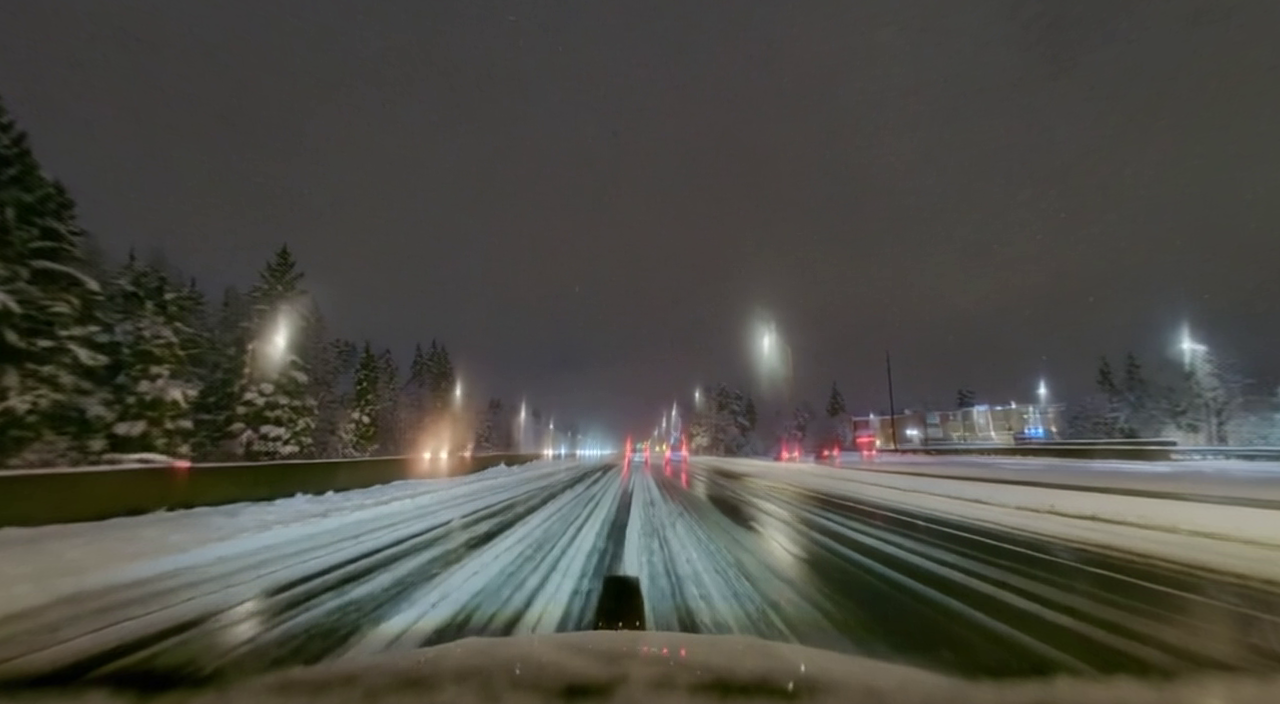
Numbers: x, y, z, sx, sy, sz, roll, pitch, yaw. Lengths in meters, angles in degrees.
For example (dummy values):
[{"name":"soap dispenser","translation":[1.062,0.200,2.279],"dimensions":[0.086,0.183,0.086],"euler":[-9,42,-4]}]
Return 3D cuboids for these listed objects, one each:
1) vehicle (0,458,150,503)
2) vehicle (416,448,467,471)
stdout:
[{"name":"vehicle","translation":[-20.980,4.720,23.578],"dimensions":[1.857,1.432,4.397],"euler":[0,-9,0]},{"name":"vehicle","translation":[-14.203,7.706,45.547],"dimensions":[1.990,1.479,5.124],"euler":[0,-8,1]}]
